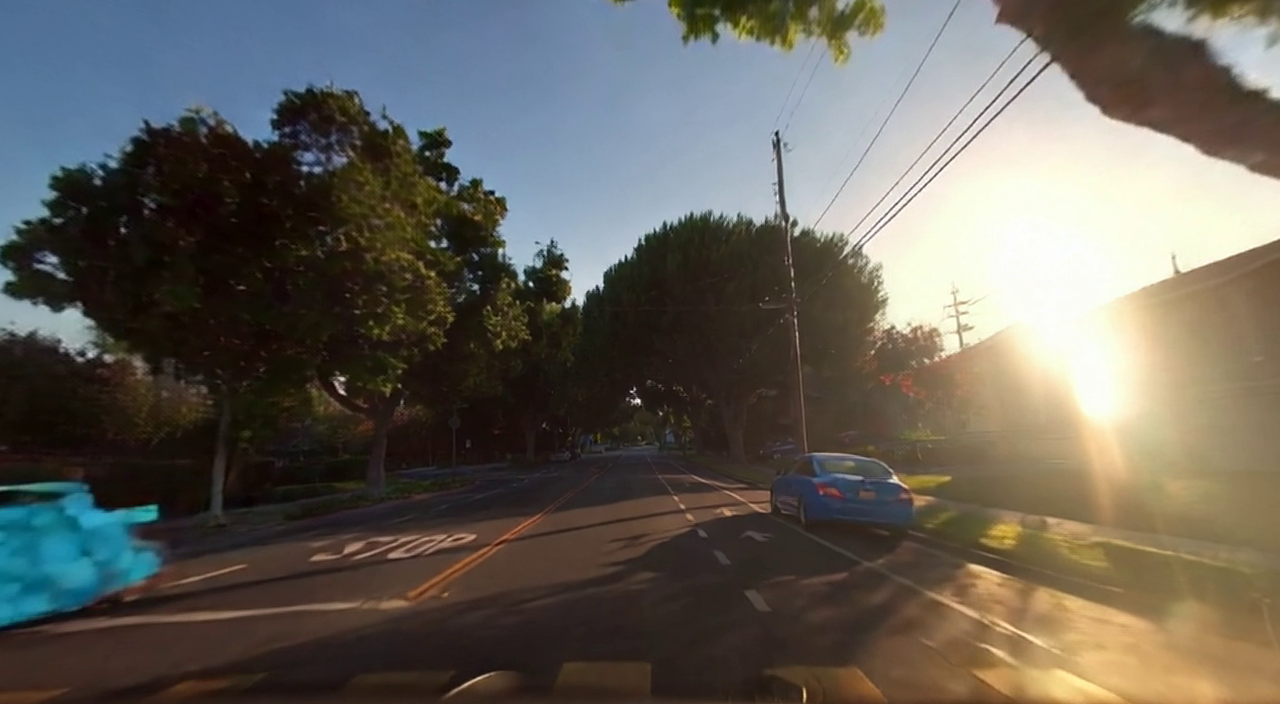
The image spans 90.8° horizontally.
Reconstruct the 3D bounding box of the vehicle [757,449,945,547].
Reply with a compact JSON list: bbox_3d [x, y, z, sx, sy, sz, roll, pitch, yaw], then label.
[{"bbox_3d":[3.714,2.624,12.116,1.961,1.472,4.434,0,-8,-1],"label":"vehicle"}]
